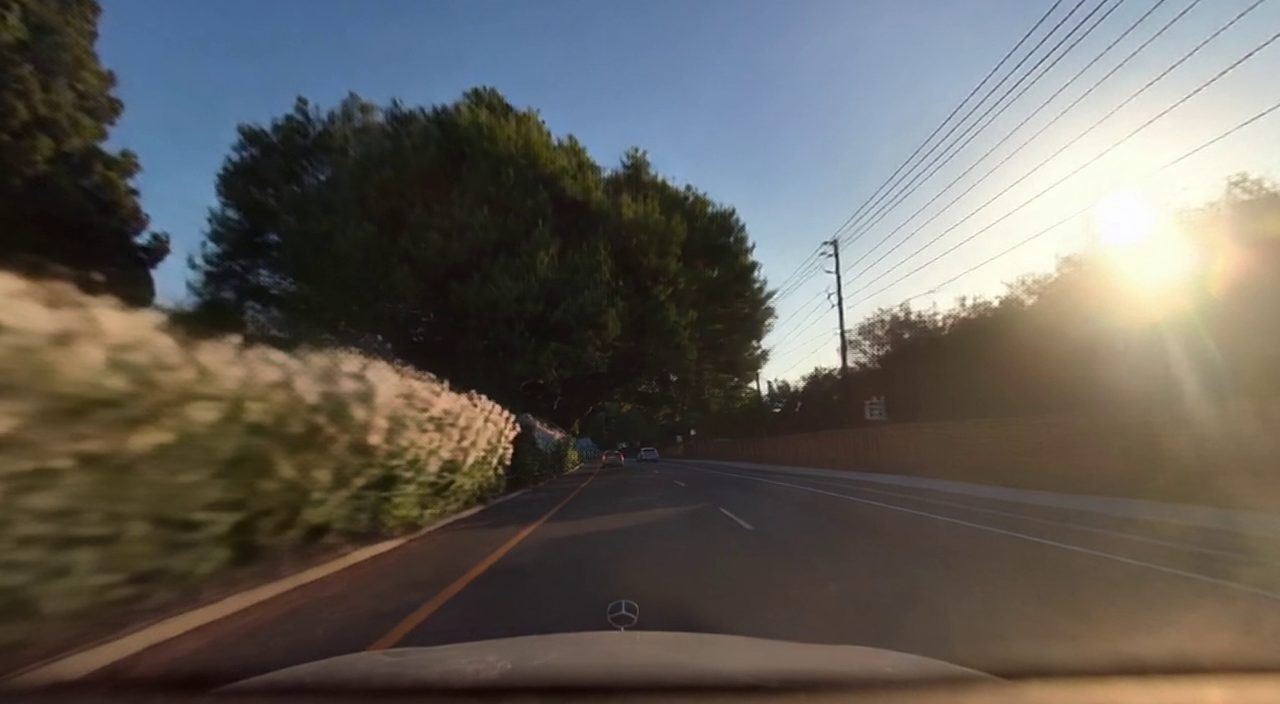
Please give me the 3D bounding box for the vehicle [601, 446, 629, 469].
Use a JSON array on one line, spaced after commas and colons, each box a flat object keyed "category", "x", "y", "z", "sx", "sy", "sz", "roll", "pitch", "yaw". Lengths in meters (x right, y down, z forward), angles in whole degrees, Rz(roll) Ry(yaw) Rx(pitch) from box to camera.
[{"category": "vehicle", "x": -1.939, "y": 8.029, "z": 48.242, "sx": 2.005, "sy": 1.633, "sz": 4.044, "roll": 0, "pitch": -8, "yaw": -4}]
